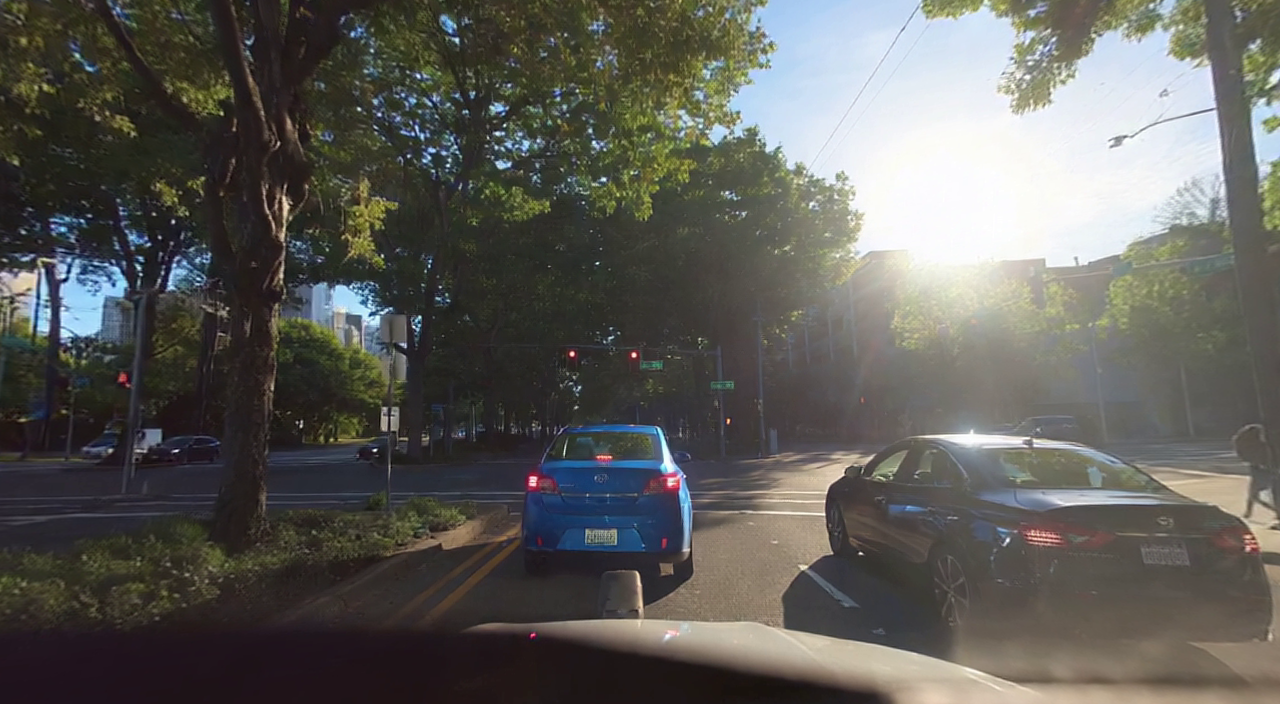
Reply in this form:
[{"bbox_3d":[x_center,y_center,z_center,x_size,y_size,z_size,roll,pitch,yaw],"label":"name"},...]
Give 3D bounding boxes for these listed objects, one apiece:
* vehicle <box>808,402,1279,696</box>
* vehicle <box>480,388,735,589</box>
[{"bbox_3d":[3.164,1.400,5.762,1.932,1.562,4.629,0,-9,-1],"label":"vehicle"},{"bbox_3d":[-0.343,1.522,7.783,2.247,1.760,4.231,0,-9,-2],"label":"vehicle"}]
